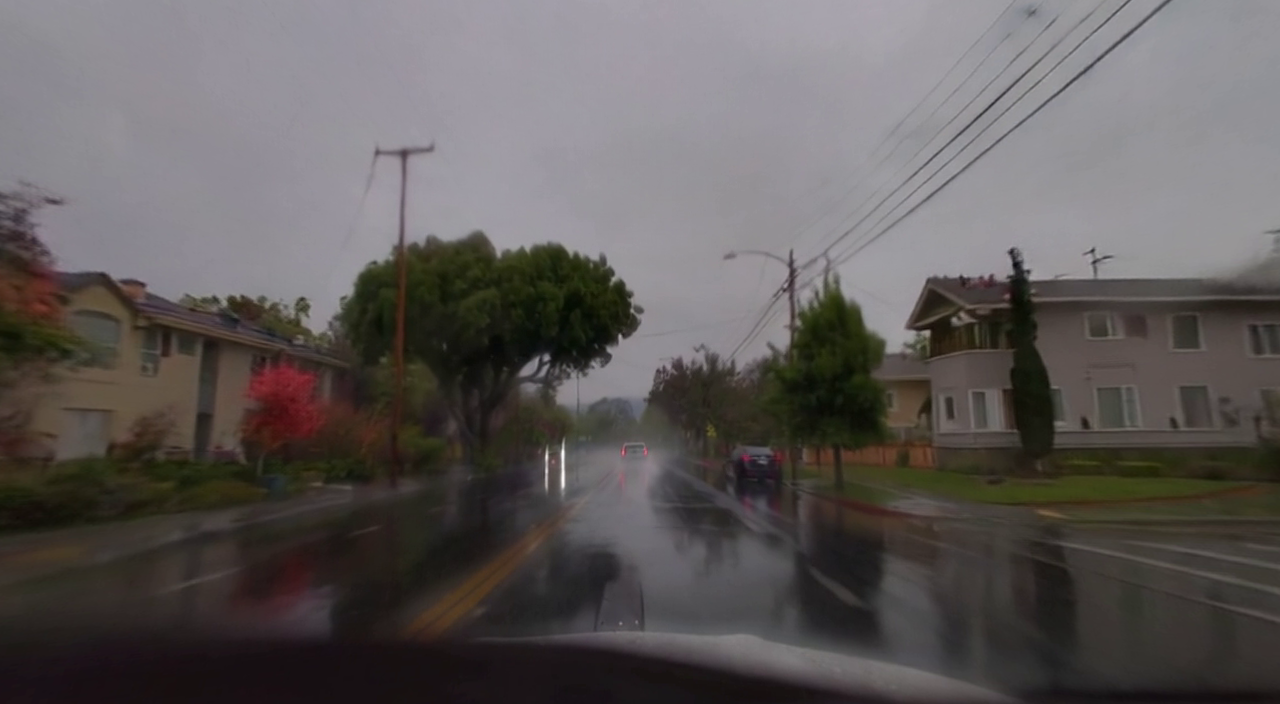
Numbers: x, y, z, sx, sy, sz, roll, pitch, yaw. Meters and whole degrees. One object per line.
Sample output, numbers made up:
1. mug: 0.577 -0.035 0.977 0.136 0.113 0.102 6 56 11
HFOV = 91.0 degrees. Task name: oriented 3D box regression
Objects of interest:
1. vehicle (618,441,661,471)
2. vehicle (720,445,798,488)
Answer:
1. vehicle: -0.056 5.397 32.895 2.104 1.500 3.815 0 -8 0
2. vehicle: 4.499 4.397 24.669 1.977 1.481 5.155 0 -8 -1
